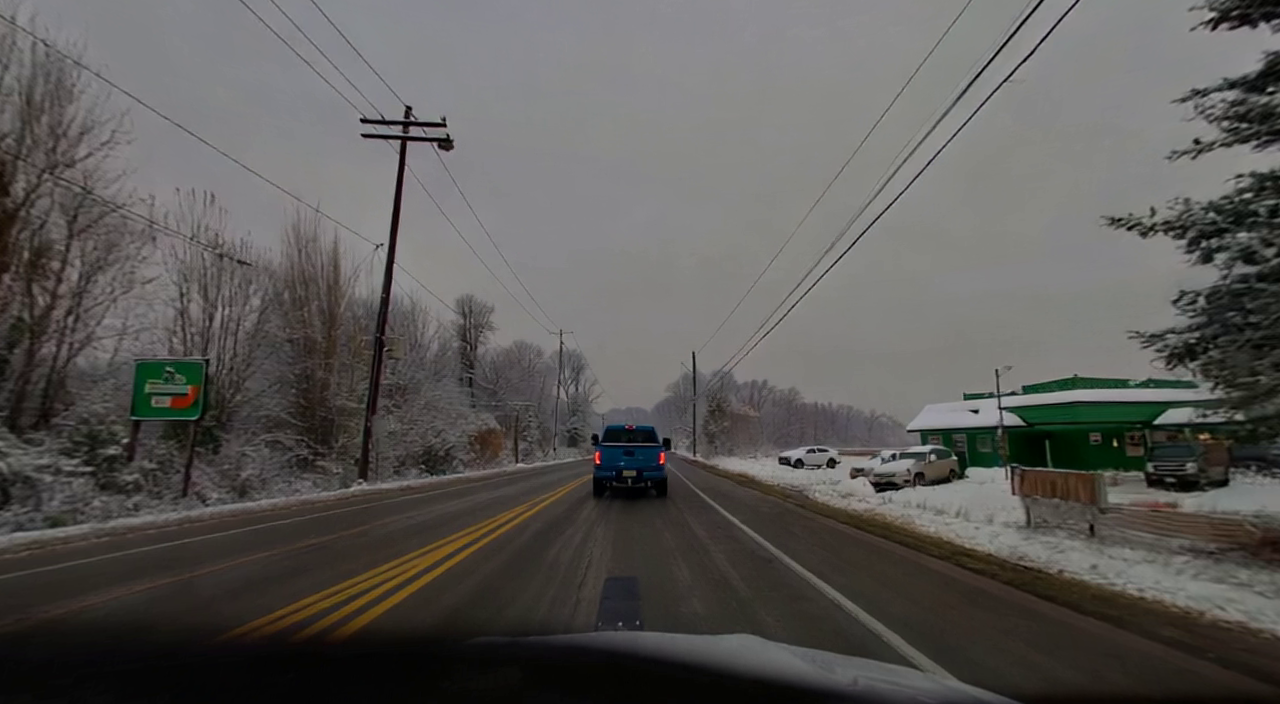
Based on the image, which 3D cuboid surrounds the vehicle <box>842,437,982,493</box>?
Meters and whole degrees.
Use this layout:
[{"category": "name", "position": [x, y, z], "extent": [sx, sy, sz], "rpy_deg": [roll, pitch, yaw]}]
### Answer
[{"category": "vehicle", "position": [11.267, 4.607, 26.027], "extent": [5.776, 1.936, 2.535], "rpy_deg": [7, -8, -34]}]

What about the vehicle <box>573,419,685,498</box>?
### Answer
[{"category": "vehicle", "position": [-0.272, 3.322, 20.195], "extent": [2.921, 2.031, 7.416], "rpy_deg": [0, -8, 0]}]

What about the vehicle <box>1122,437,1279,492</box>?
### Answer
[{"category": "vehicle", "position": [22.000, 4.257, 24.096], "extent": [5.246, 1.981, 2.054], "rpy_deg": [-2, -9, 9]}]

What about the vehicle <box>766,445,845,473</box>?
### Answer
[{"category": "vehicle", "position": [11.263, 7.182, 42.883], "extent": [5.304, 1.754, 2.340], "rpy_deg": [6, -11, -37]}]
